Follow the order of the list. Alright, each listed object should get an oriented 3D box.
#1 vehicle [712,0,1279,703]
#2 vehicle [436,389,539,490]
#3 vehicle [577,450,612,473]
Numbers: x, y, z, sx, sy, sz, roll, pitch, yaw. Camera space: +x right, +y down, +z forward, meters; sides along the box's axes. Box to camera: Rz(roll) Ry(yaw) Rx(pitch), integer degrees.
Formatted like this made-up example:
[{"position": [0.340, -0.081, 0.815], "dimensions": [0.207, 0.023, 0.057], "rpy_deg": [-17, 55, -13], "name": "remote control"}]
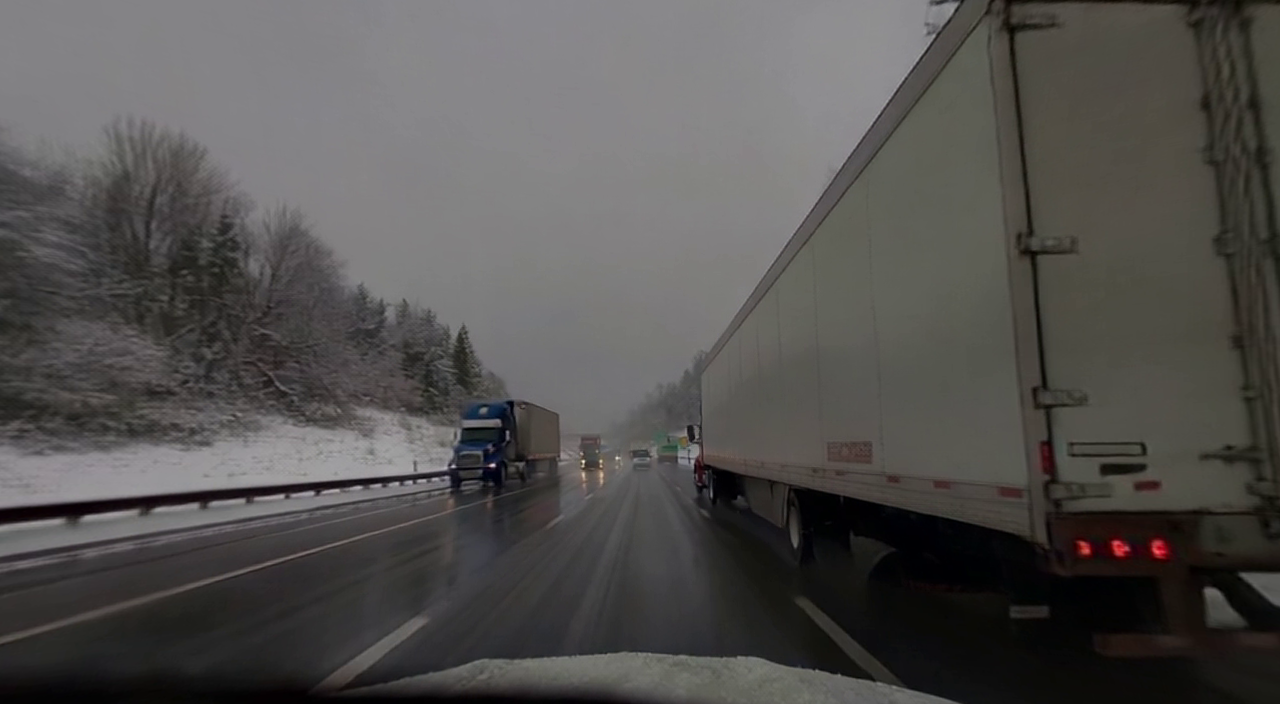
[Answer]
[{"position": [3.466, 0.931, 10.101], "dimensions": [2.845, 4.071, 14.008], "rpy_deg": [0, -9, 0], "name": "vehicle"}, {"position": [-6.540, 3.919, 28.119], "dimensions": [3.004, 3.974, 5.891], "rpy_deg": [0, -9, 0], "name": "vehicle"}, {"position": [-3.334, 8.158, 47.031], "dimensions": [2.088, 1.589, 4.464], "rpy_deg": [0, -9, 2], "name": "vehicle"}]
